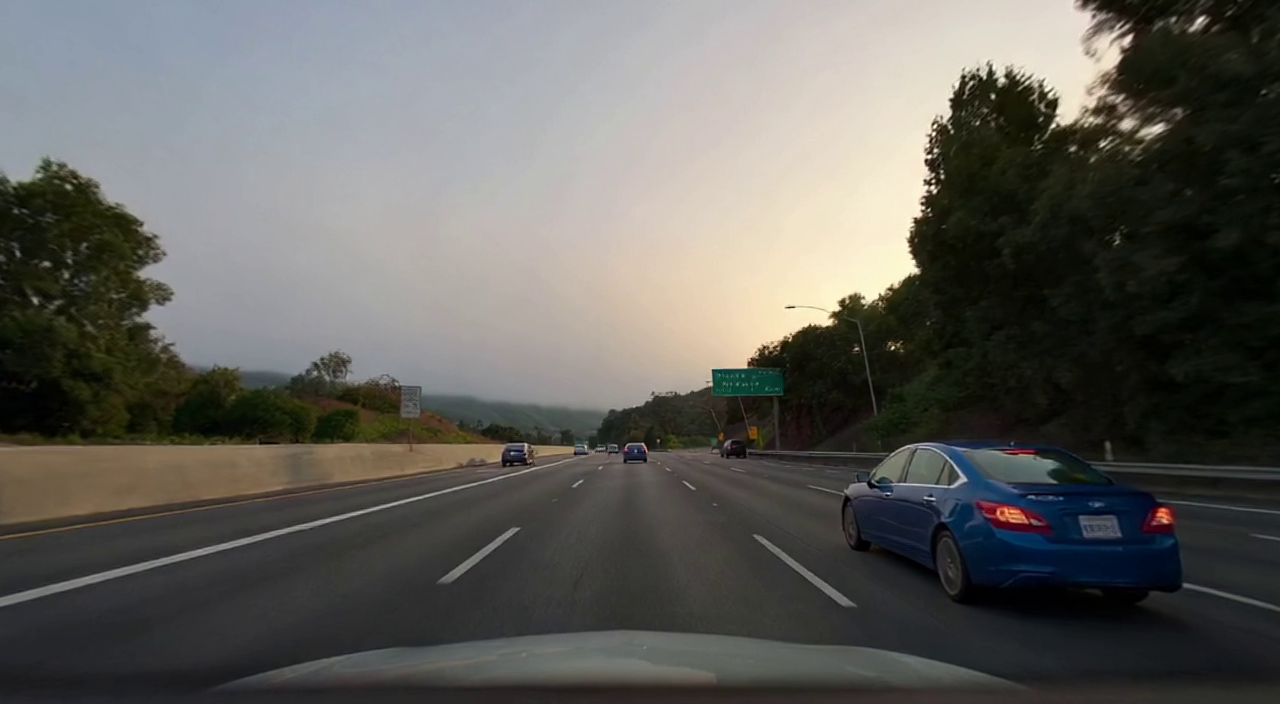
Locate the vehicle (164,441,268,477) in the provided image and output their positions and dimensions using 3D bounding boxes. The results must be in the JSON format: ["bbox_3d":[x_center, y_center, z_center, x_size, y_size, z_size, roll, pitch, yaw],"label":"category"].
[{"bbox_3d":[-21.481,5.430,32.280,2.058,1.667,4.623,0,-9,0],"label":"vehicle"}]

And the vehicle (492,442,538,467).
[{"bbox_3d":[-8.282,6.797,42.160,2.028,1.552,4.922,0,-9,0],"label":"vehicle"}]

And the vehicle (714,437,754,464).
[{"bbox_3d":[6.983,7.381,47.519,2.103,1.898,5.310,0,-9,-1],"label":"vehicle"}]

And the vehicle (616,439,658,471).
[{"bbox_3d":[-0.183,5.655,34.849,2.157,1.642,4.189,0,-9,-1],"label":"vehicle"}]

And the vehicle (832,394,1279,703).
[{"bbox_3d":[3.205,1.255,4.600,2.072,1.501,4.694,0,-9,-1],"label":"vehicle"}]
